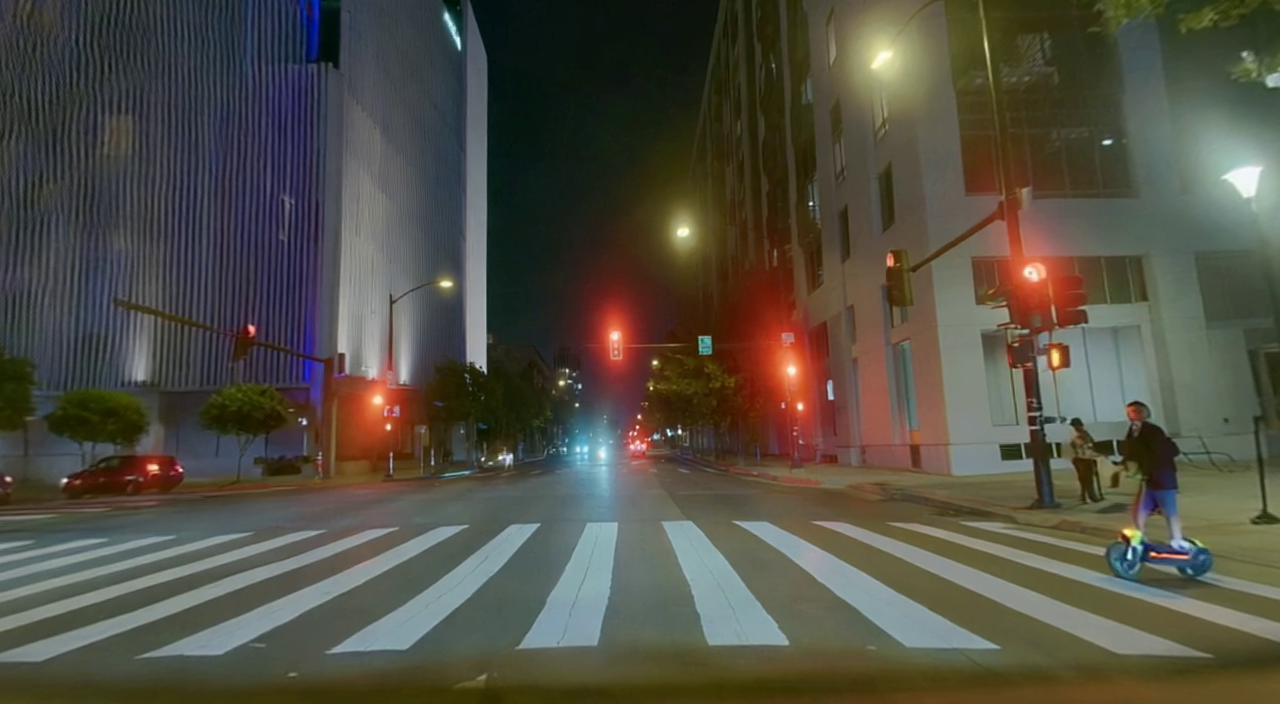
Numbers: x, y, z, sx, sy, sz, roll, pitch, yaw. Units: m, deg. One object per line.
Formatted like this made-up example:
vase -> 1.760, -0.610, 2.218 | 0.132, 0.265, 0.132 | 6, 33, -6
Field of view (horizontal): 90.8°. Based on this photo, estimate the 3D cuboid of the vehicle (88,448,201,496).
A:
vehicle -> -17.699, 4.250, 22.610 | 2.827, 1.613, 1.717 | -3, -9, 15
